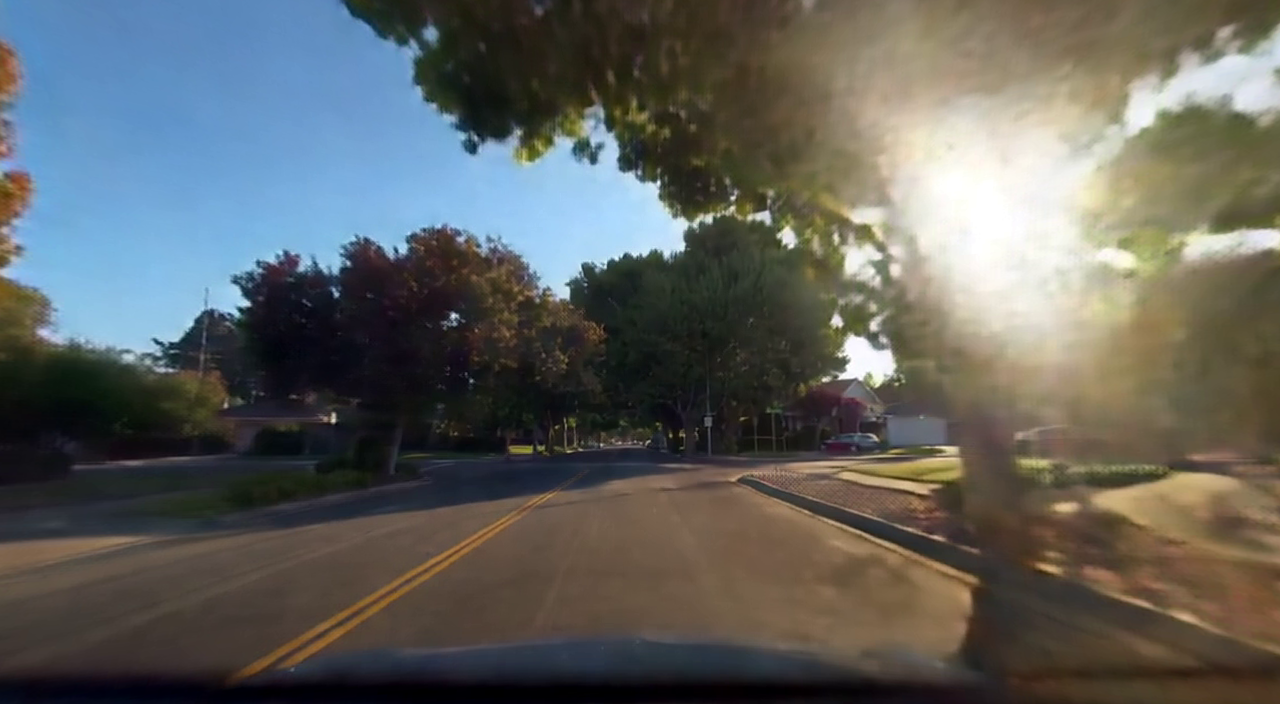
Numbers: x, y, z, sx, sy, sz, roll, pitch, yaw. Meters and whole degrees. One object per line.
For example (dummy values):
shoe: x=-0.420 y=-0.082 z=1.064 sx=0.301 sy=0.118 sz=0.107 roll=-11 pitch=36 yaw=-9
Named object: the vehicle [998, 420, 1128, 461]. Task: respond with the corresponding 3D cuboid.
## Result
vehicle: x=16.447 y=3.510 z=24.824 sx=1.783 sy=1.431 sz=4.757 roll=0 pitch=-8 yaw=-1
